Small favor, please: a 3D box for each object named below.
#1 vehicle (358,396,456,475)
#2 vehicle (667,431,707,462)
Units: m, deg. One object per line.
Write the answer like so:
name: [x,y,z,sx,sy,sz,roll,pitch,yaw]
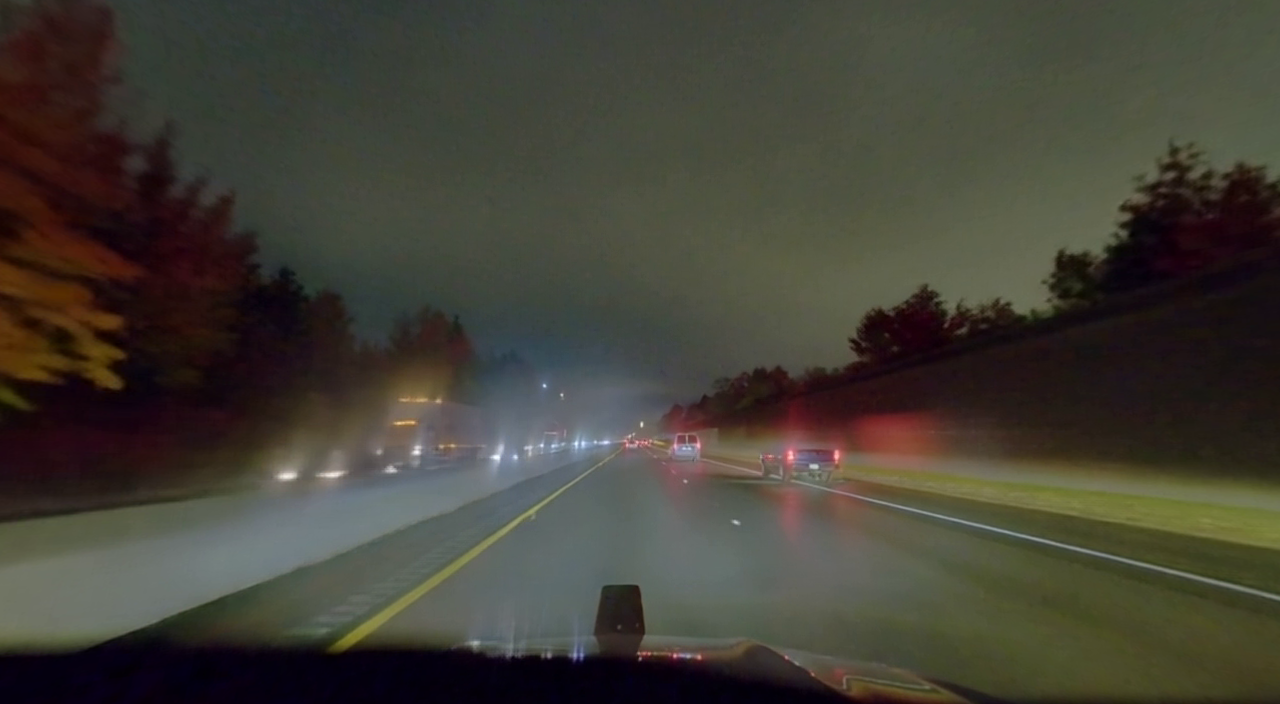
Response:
vehicle: [-12.524,4.602,34.518,2.981,3.904,6.030,1,-8,0]
vehicle: [3.276,6.719,45.034,2.393,2.072,4.958,0,-8,-1]
